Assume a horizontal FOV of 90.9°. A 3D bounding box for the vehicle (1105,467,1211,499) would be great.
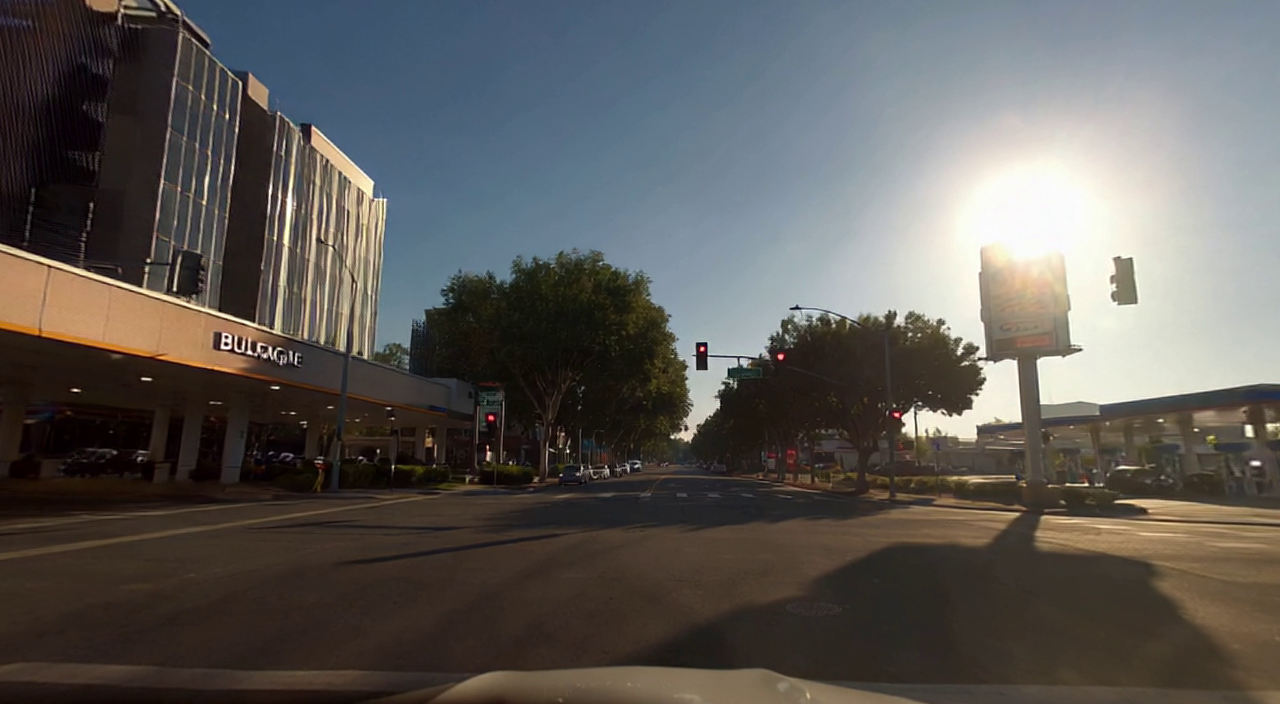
[{"bbox_3d":[28.026,7.066,34.310,1.897,1.466,4.211,1,-8,-6],"label":"vehicle"}]
